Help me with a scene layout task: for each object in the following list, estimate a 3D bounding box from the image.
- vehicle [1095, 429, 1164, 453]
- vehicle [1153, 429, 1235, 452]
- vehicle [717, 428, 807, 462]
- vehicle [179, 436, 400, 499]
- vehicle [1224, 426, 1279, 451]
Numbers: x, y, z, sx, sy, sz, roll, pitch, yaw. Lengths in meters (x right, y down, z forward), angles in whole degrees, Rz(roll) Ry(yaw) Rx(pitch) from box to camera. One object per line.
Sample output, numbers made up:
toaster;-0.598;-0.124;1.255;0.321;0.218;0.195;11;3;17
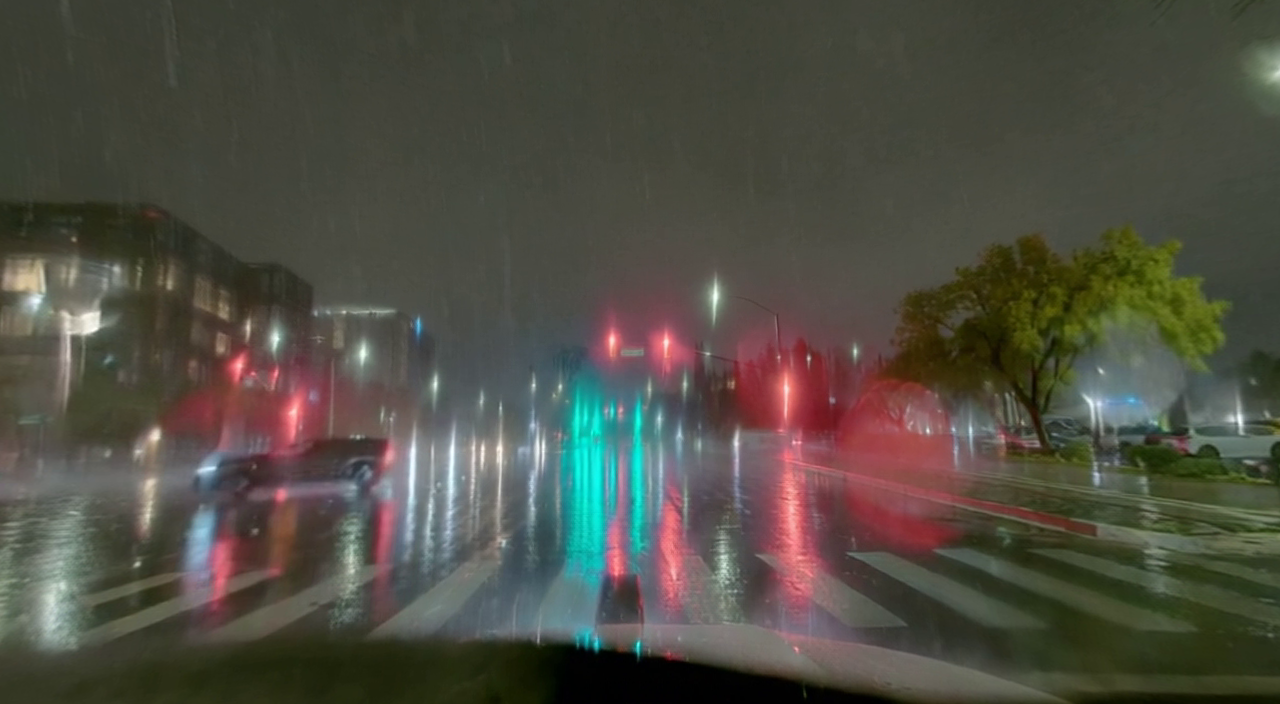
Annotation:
vehicle;33.248;6.098;43.096;2.090;1.494;4.321;-3;-9;15
vehicle;36.562;5.891;41.845;1.726;1.429;4.163;-1;-8;2
vehicle;6.524;5.024;34.207;1.977;1.698;4.571;6;-10;-37
vehicle;-9.268;3.054;17.156;4.916;1.504;1.846;4;-9;-26
vehicle;42.252;5.737;41.932;2.037;1.614;5.175;0;-8;0
